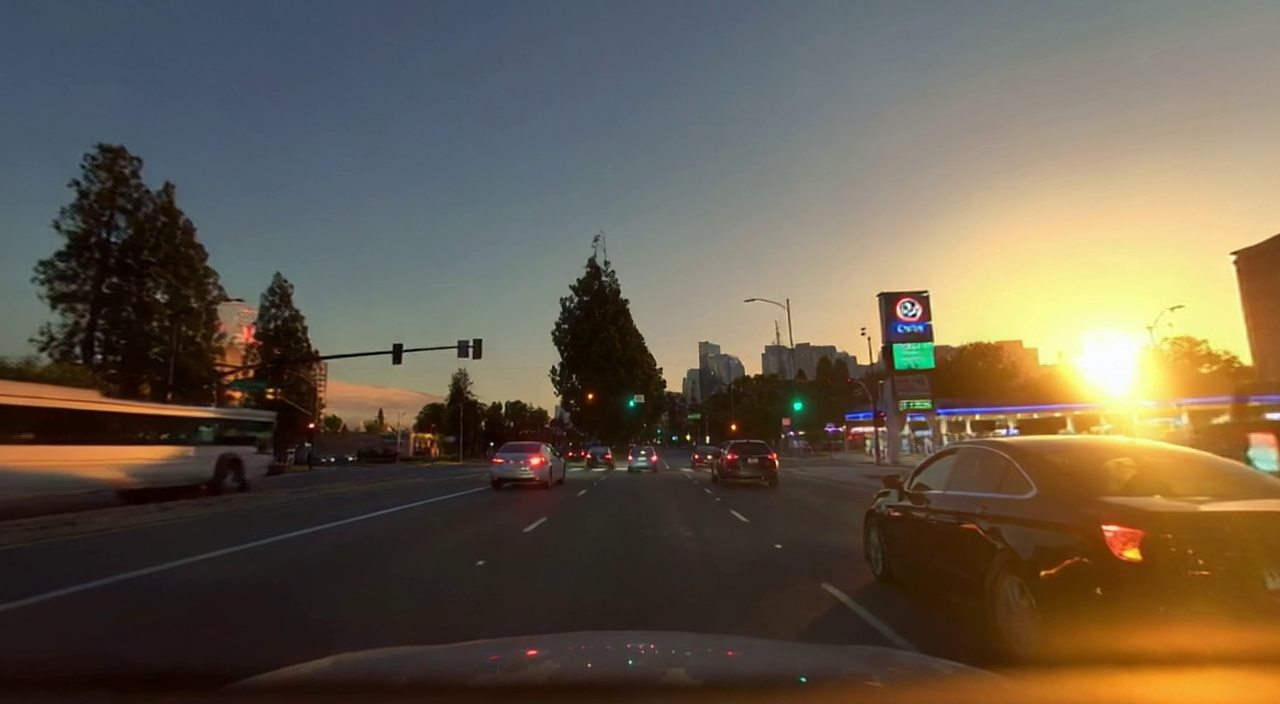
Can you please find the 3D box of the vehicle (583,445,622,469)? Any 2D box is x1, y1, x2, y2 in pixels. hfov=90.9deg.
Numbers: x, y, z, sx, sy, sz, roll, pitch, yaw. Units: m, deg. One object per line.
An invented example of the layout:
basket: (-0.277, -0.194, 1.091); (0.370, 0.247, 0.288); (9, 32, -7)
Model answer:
vehicle: (-2.444, 6.938, 41.818); (2.192, 1.463, 4.211); (-1, -8, 2)

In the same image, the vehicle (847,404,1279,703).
vehicle: (3.510, 1.327, 5.103); (2.038, 1.499, 4.868); (0, -8, 1)

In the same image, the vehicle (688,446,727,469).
vehicle: (4.449, 7.052, 42.264); (2.174, 1.462, 4.400); (0, -8, 1)

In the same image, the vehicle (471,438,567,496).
vehicle: (-3.617, 3.515, 19.684); (2.023, 1.607, 4.086); (-1, -8, 2)

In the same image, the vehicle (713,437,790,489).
vehicle: (3.925, 3.995, 22.991); (2.022, 1.683, 4.171); (0, -8, 0)

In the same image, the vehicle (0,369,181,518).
vehicle: (-16.054, 2.085, 14.260); (3.228, 3.319, 10.706); (0, -8, 0)

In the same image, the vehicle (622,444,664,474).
vehicle: (0.190, 5.743, 34.121); (2.104, 1.477, 4.591); (0, -8, 1)
